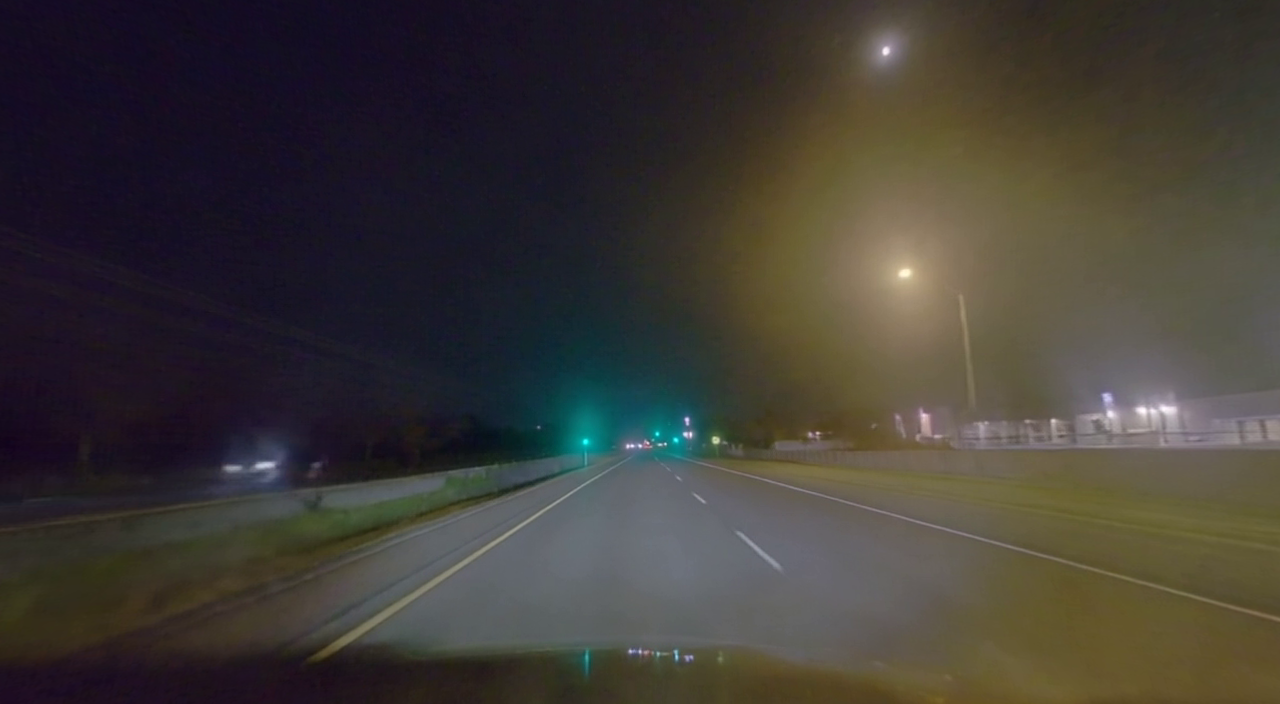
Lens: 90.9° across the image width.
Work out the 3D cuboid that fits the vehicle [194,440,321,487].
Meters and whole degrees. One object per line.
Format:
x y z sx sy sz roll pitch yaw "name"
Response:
-17.924 5.231 30.032 2.302 1.986 5.772 -1 -9 1 "vehicle"
